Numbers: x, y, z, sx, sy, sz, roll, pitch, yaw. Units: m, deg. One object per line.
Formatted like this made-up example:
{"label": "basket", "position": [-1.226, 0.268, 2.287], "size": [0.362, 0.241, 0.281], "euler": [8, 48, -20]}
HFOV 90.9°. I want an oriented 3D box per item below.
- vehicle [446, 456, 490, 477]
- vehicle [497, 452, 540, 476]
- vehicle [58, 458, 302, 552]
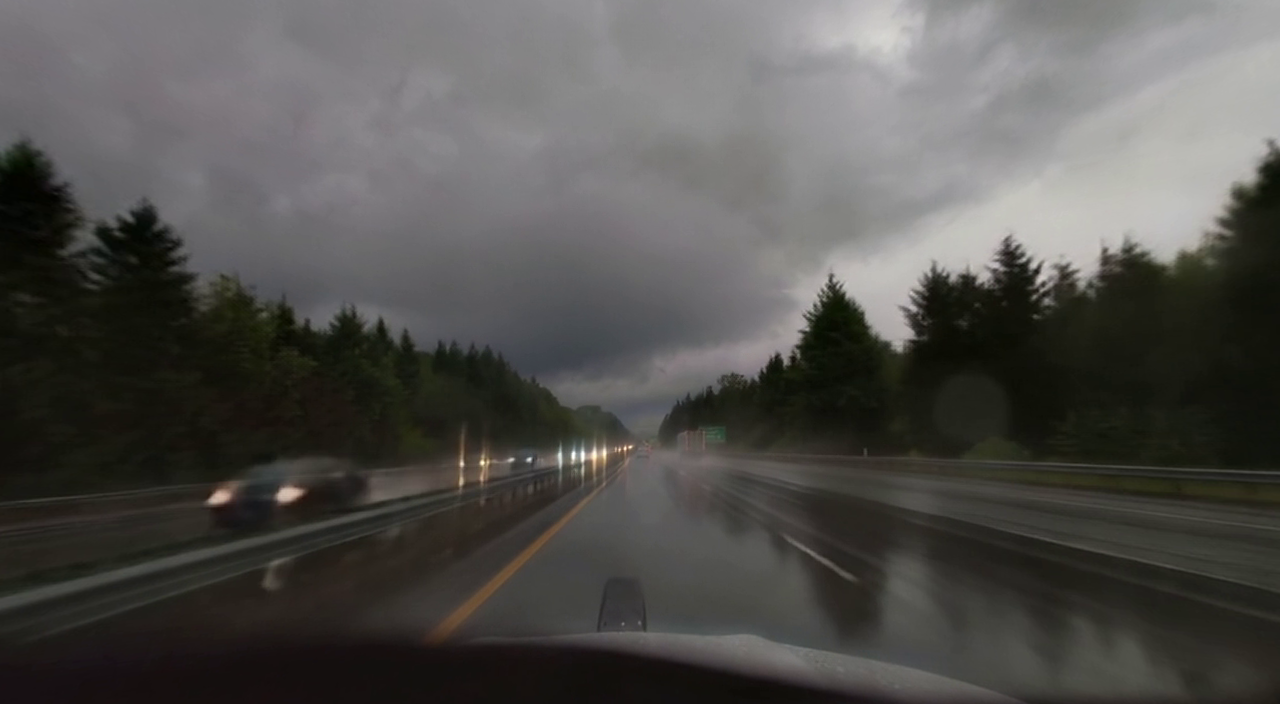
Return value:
{"label": "vehicle", "position": [-12.685, 8.456, 46.750], "size": [1.975, 1.470, 4.375], "euler": [0, -9, 1]}
{"label": "vehicle", "position": [-8.309, 7.735, 43.641], "size": [2.003, 1.517, 4.753], "euler": [0, -9, 0]}
{"label": "vehicle", "position": [-8.587, 2.845, 12.285], "size": [1.837, 1.461, 3.814], "euler": [0, -9, 0]}
